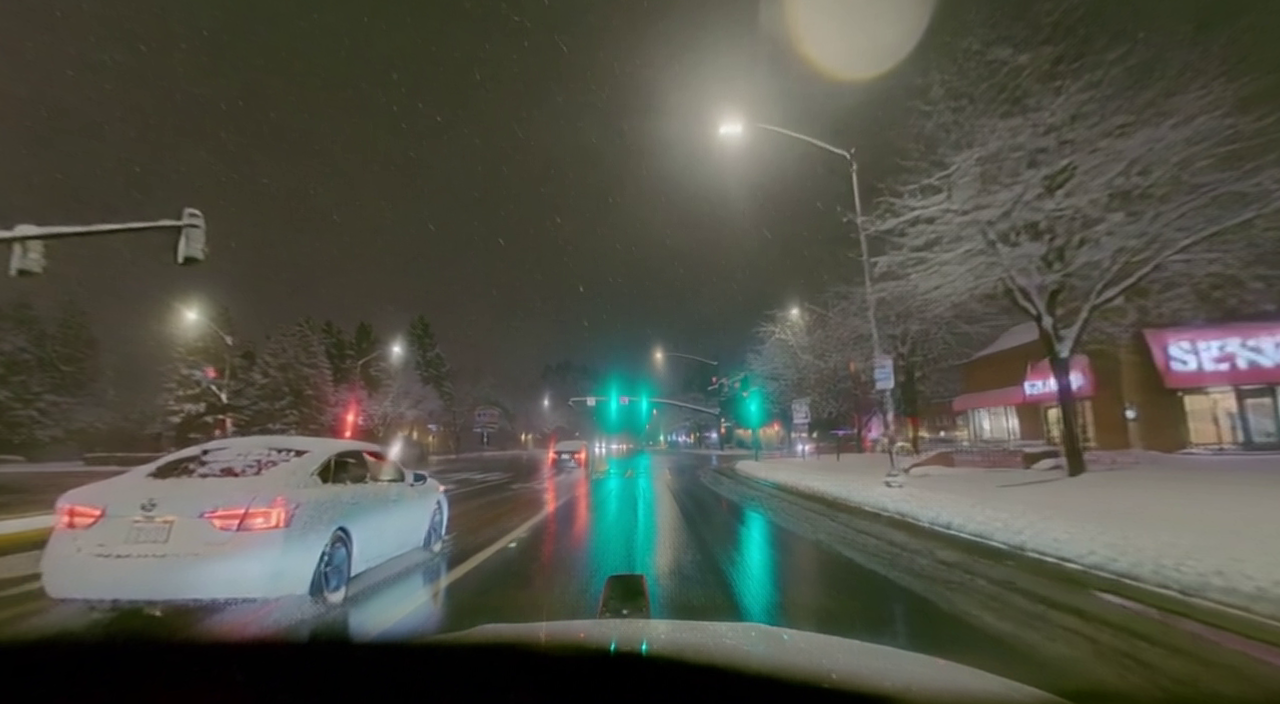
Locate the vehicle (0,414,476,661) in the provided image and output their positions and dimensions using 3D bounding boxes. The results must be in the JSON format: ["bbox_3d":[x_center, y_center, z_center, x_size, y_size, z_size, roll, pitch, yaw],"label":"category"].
[{"bbox_3d":[-3.203,1.449,6.070,2.018,1.477,4.401,0,-8,1],"label":"vehicle"}]

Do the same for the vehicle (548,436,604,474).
[{"bbox_3d":[-2.968,4.896,30.167,2.109,1.692,4.220,0,-8,2],"label":"vehicle"}]
